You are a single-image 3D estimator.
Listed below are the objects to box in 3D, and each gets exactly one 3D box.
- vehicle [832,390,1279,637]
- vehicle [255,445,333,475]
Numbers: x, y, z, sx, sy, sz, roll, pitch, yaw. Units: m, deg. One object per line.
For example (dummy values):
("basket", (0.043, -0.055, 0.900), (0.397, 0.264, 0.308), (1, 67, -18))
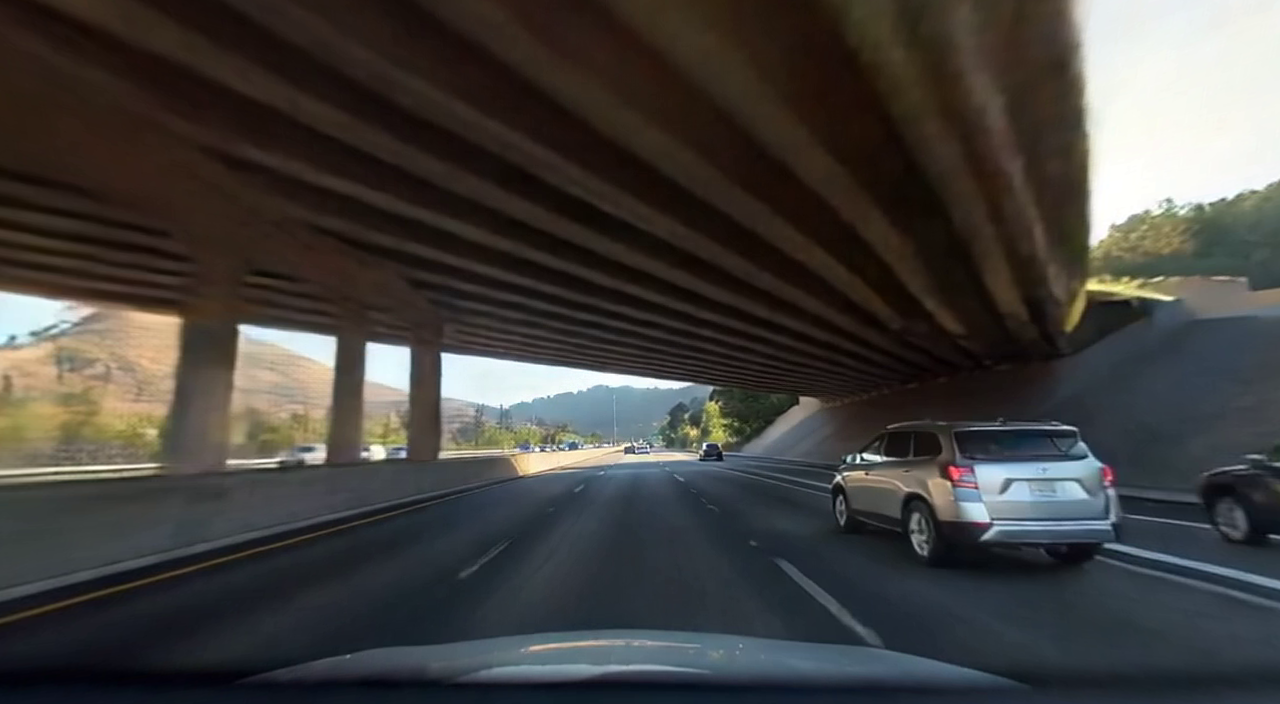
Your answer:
("vehicle", (3.607, 1.462, 6.593), (1.784, 1.733, 4.141), (0, -9, -1))
("vehicle", (-18.357, 5.739, 33.475), (1.833, 1.503, 4.093), (0, -9, 0))
